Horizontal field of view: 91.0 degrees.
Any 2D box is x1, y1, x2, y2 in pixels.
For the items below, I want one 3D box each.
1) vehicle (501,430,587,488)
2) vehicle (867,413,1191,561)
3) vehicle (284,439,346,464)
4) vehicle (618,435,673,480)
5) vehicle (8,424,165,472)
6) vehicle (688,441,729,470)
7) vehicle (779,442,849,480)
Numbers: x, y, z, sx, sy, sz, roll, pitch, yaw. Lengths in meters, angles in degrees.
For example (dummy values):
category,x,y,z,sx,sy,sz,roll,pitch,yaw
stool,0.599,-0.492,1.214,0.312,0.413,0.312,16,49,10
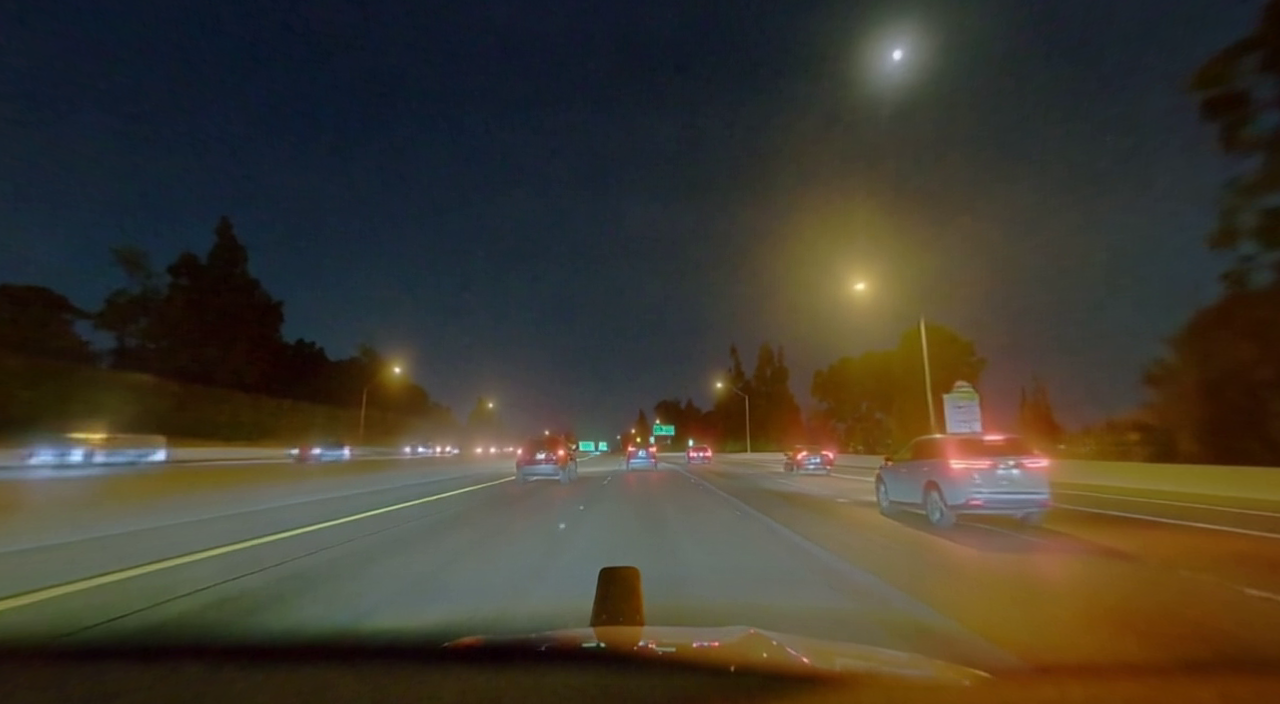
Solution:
category,x,y,z,sx,sy,sz,roll,pitch,yaw
vehicle,-3.214,3.722,22.181,2.199,1.777,4.790,0,-9,1
vehicle,5.316,1.905,9.640,2.041,1.669,4.712,0,-9,2
vehicle,-21.757,6.657,42.341,1.878,1.579,4.158,0,-9,1
vehicle,0.209,4.476,26.924,2.181,1.728,3.970,0,-9,0
vehicle,-25.393,4.451,29.250,2.490,1.995,5.219,0,-9,0
vehicle,4.246,6.489,39.577,2.022,1.682,4.226,0,-9,-1
vehicle,7.743,4.865,28.421,1.989,1.569,3.964,0,-9,-1
